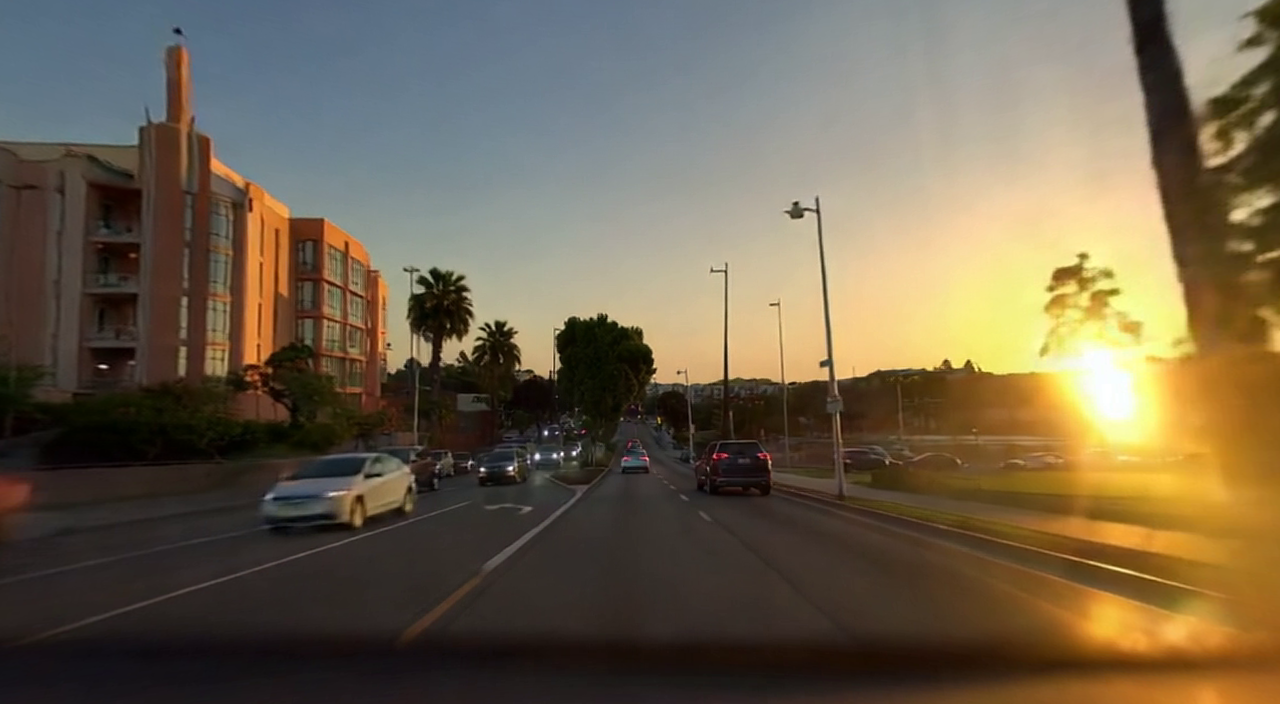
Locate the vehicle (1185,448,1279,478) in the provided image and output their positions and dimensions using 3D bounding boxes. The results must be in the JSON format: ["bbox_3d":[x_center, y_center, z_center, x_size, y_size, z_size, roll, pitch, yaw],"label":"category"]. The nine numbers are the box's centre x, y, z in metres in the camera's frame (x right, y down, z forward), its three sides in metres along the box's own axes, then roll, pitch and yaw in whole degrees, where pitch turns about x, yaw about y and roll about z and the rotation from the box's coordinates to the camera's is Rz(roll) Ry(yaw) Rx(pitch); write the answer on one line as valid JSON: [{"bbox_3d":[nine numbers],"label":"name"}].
[{"bbox_3d":[43.010,7.908,45.220,5.613,2.019,2.704,0,-8,-6],"label":"vehicle"}]

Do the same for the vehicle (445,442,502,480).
[{"bbox_3d":[-9.143,5.988,34.969,2.037,1.939,3.958,-1,-8,0],"label":"vehicle"}]

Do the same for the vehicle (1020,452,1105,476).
[{"bbox_3d":[29.881,7.946,44.814,4.463,1.600,2.122,-1,-8,0],"label":"vehicle"}]

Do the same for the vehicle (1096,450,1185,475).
[{"bbox_3d":[35.686,7.872,45.108,4.642,1.646,2.017,0,-9,-1],"label":"vehicle"}]

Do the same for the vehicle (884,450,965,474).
[{"bbox_3d":[20.237,7.808,45.039,4.673,1.592,2.193,-1,-8,1],"label":"vehicle"}]

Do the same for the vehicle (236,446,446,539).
[{"bbox_3d":[-5.859,2.764,13.203,2.135,1.542,4.575,-1,-8,0],"label":"vehicle"}]

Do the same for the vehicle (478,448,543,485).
[{"bbox_3d":[-5.935,5.279,29.528,2.074,1.541,4.395,-1,-8,0],"label":"vehicle"}]

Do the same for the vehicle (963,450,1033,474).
[{"bbox_3d":[25.332,7.812,44.815,3.611,1.590,2.171,0,-9,-1],"label":"vehicle"}]

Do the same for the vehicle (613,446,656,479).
[{"bbox_3d":[-0.305,5.954,34.406,2.196,1.655,3.939,-1,-8,0],"label":"vehicle"}]

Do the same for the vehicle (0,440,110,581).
[{"bbox_3d":[-9.104,1.959,7.583,1.933,1.763,4.023,-1,-8,0],"label":"vehicle"}]

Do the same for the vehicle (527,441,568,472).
[{"bbox_3d":[-6.169,7.008,42.591,2.106,1.890,4.783,0,-8,-1],"label":"vehicle"}]

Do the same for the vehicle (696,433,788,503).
[{"bbox_3d":[2.957,3.462,19.326,1.995,1.858,4.333,0,-8,-1],"label":"vehicle"}]
